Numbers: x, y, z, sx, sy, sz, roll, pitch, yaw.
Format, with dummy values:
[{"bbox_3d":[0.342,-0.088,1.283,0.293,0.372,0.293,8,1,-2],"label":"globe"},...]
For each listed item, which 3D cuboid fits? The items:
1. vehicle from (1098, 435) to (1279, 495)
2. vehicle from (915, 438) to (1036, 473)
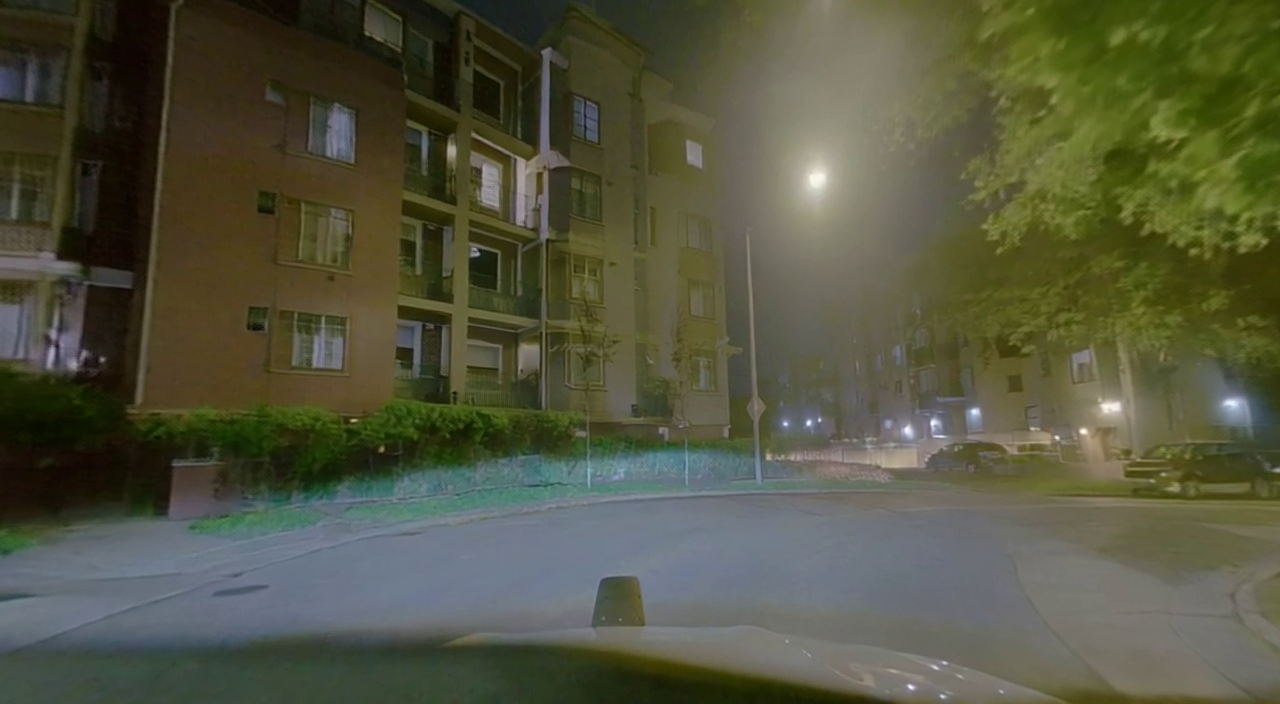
[{"bbox_3d":[17.365,3.491,19.732,4.584,1.744,1.946,0,-8,-3],"label":"vehicle"},{"bbox_3d":[14.939,4.574,28.206,4.714,1.458,1.812,2,-9,-15],"label":"vehicle"}]
